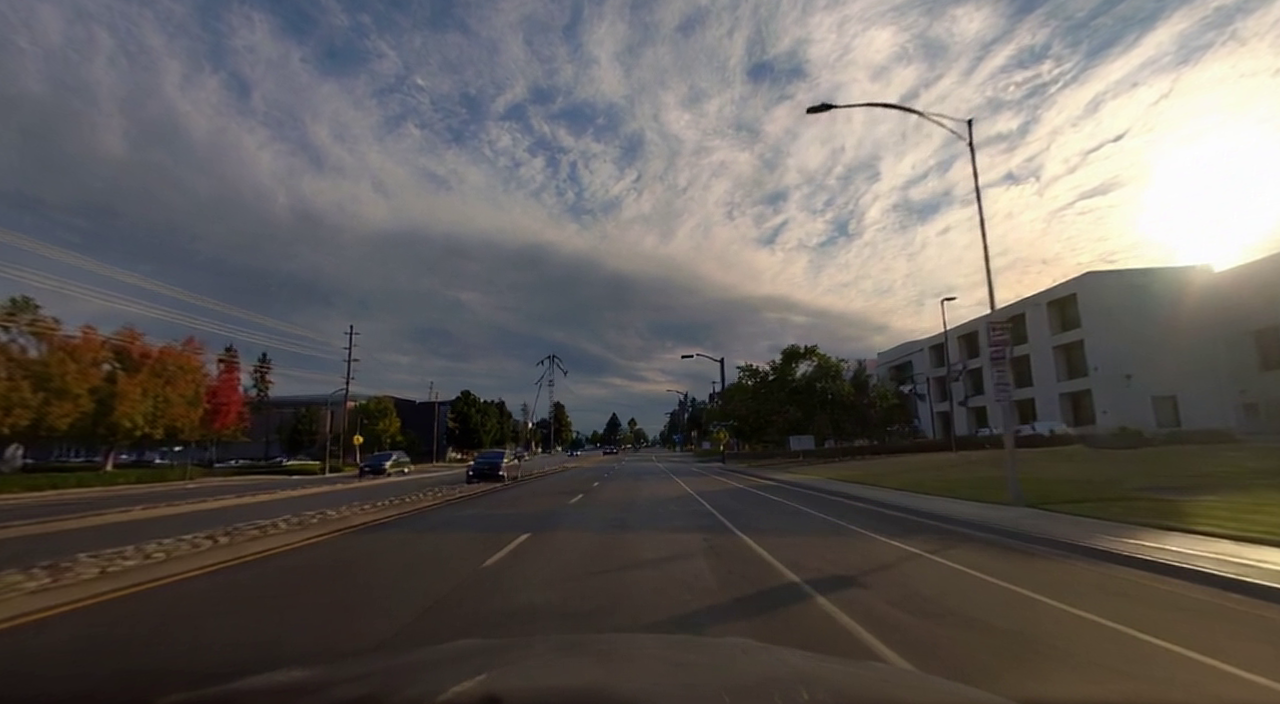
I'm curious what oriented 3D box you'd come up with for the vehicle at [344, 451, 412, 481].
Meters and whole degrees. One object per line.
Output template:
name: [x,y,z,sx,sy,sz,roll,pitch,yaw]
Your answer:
vehicle: [-15.085,6.569,36.645,1.819,1.552,4.361,-1,-8,4]
